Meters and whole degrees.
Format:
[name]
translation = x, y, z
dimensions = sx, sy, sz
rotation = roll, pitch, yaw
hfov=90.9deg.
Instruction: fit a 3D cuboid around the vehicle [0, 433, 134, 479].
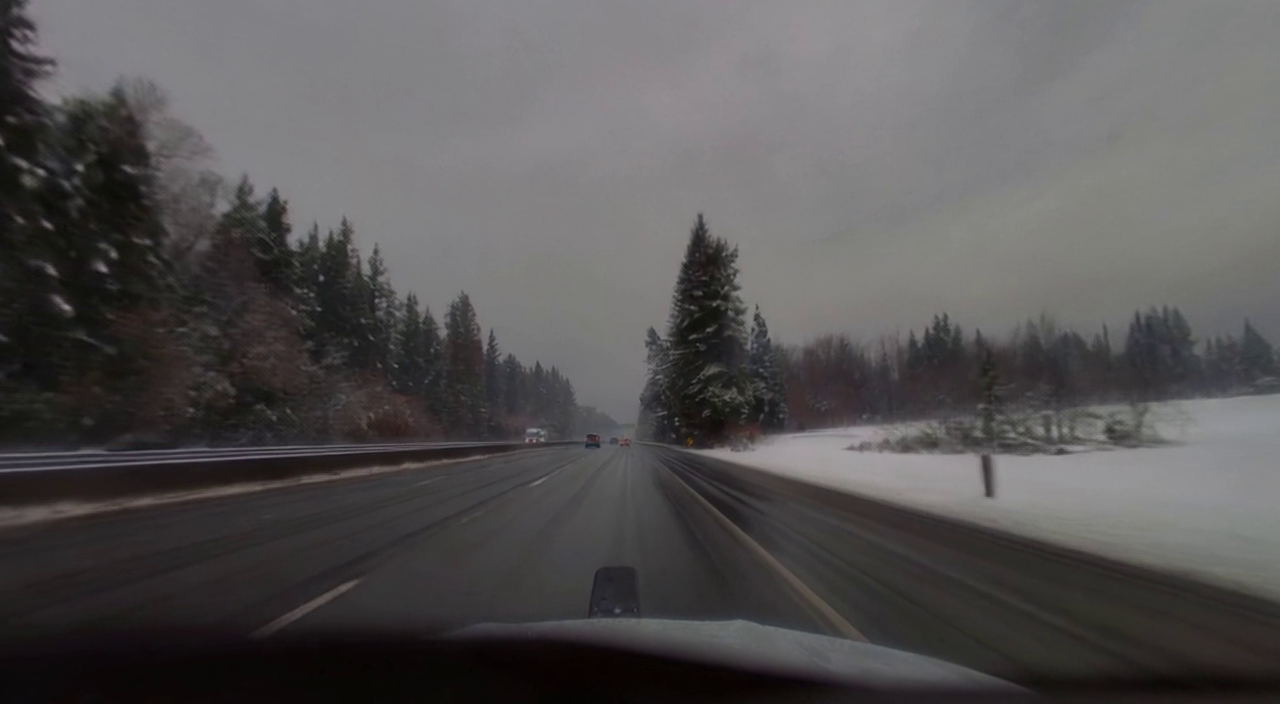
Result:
[vehicle]
translation = -20.853, 3.657, 22.590
dimensions = 1.860, 1.477, 4.364
rotation = 0, -8, -1
